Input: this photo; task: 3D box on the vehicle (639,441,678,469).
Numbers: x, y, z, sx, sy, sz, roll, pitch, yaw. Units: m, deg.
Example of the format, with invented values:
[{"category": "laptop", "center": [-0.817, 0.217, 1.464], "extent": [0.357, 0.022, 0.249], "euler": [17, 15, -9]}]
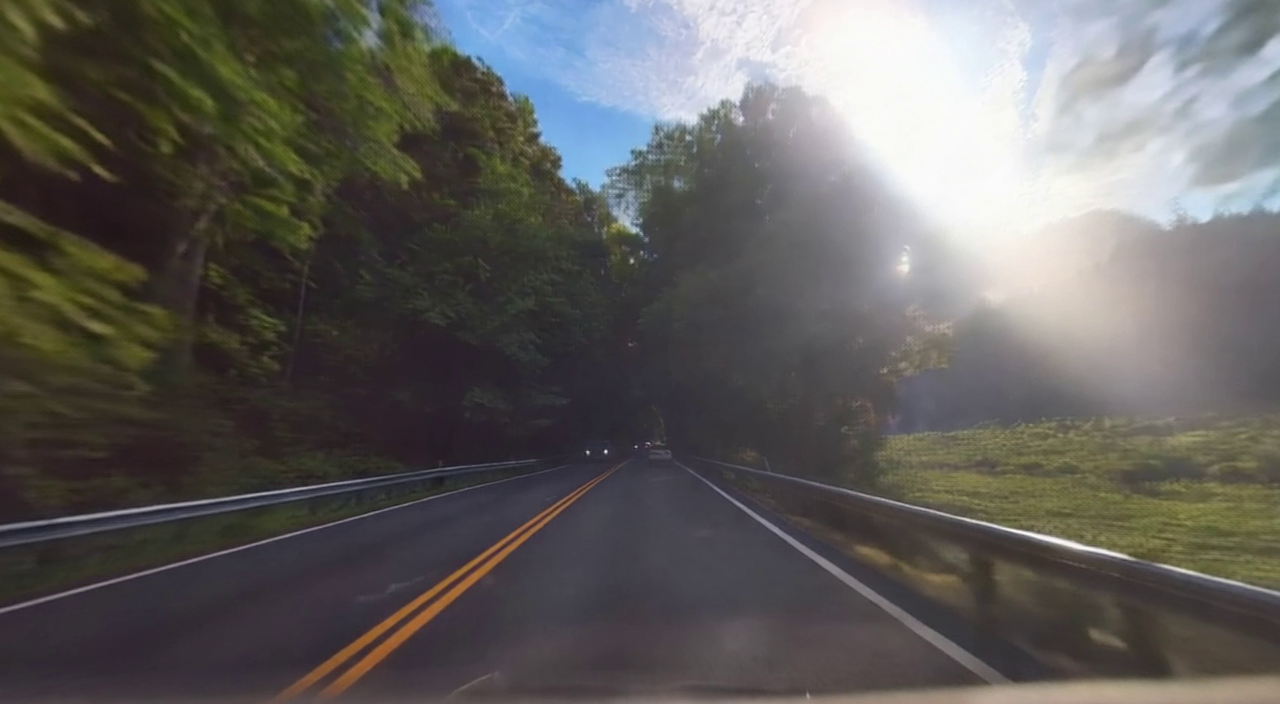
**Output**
[{"category": "vehicle", "center": [0.998, 5.938, 36.581], "extent": [2.120, 1.491, 4.349], "euler": [0, -8, 0]}]
